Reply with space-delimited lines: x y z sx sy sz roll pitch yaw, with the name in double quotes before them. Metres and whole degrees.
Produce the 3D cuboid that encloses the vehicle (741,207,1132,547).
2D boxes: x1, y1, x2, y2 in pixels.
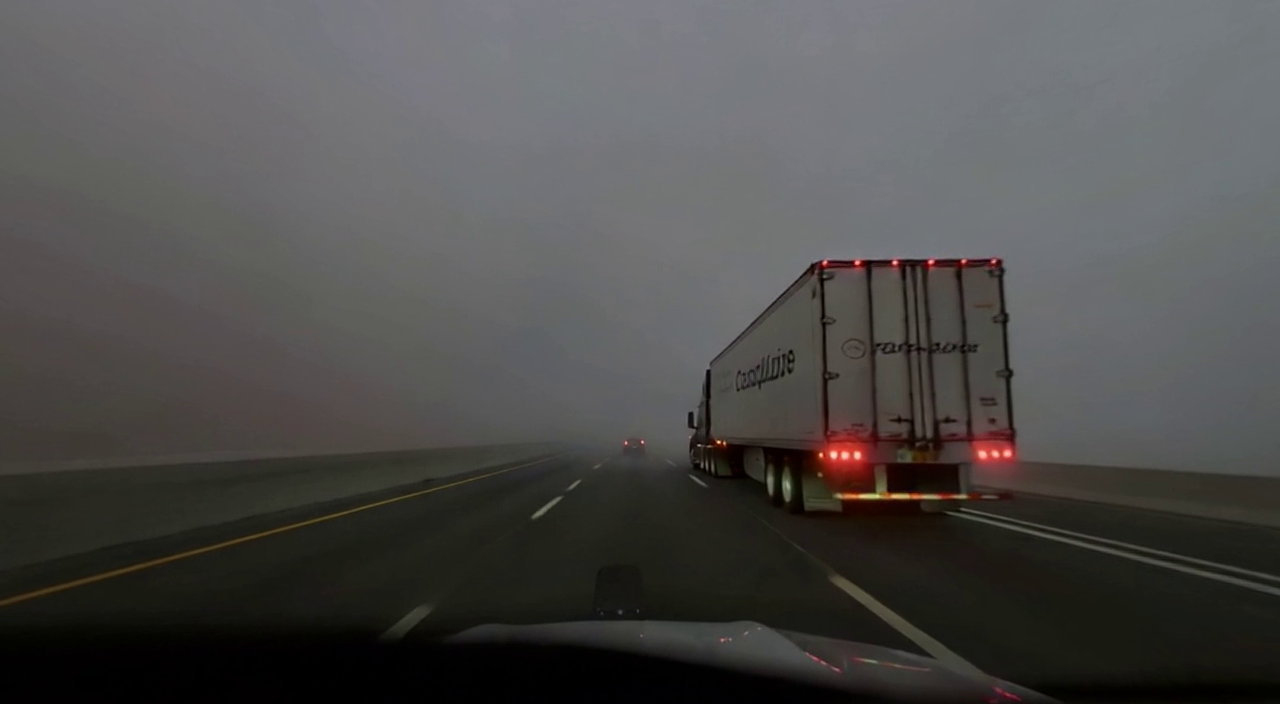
"vehicle" 4.059 0.840 11.697 2.840 3.947 8.920 0 -8 0
